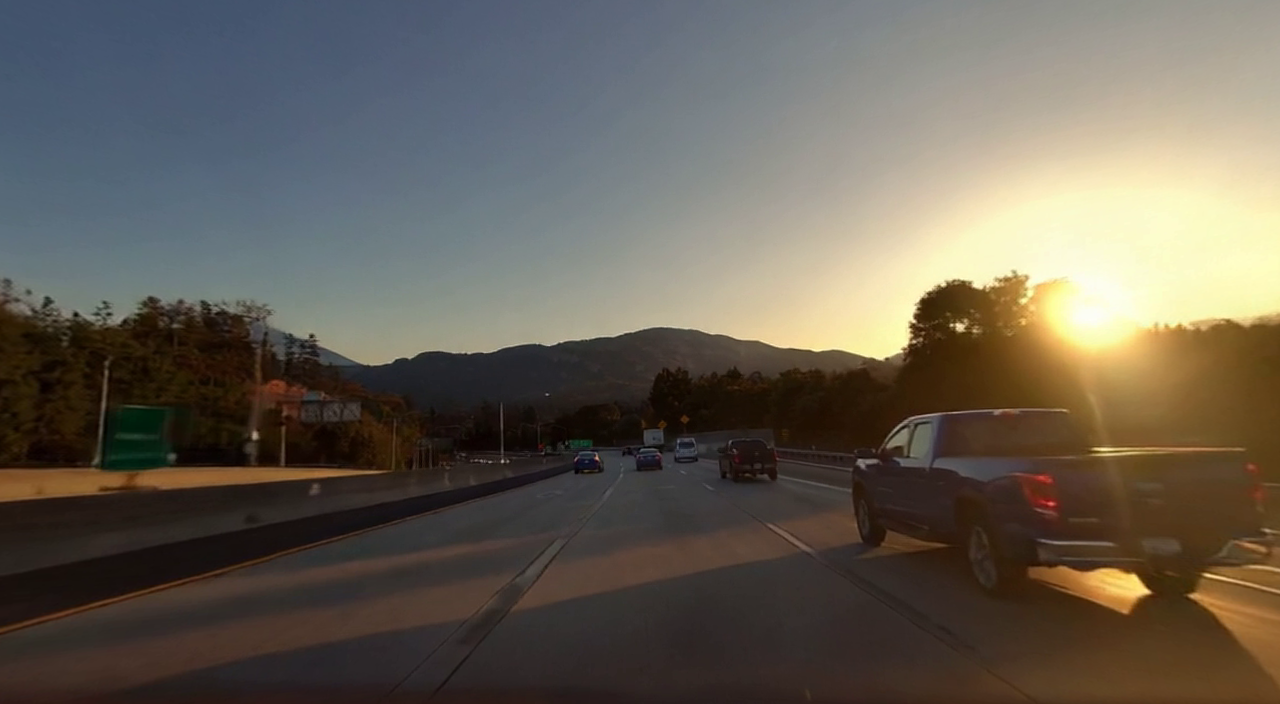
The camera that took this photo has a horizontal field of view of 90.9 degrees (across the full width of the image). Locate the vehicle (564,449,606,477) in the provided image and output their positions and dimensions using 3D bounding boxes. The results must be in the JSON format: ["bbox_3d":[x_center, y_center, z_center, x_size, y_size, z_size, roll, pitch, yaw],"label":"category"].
[{"bbox_3d":[-3.224,6.570,37.764,2.109,1.530,4.646,-1,-9,0],"label":"vehicle"}]

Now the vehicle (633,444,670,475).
[{"bbox_3d":[0.583,6.017,35.393,1.959,1.604,4.065,0,-9,-1],"label":"vehicle"}]

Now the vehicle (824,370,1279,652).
[{"bbox_3d":[3.933,1.440,6.896,2.229,1.837,5.387,-1,-9,0],"label":"vehicle"}]

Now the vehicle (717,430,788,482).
[{"bbox_3d":[4.610,4.346,26.530,2.057,1.958,4.495,0,-9,-1],"label":"vehicle"}]
